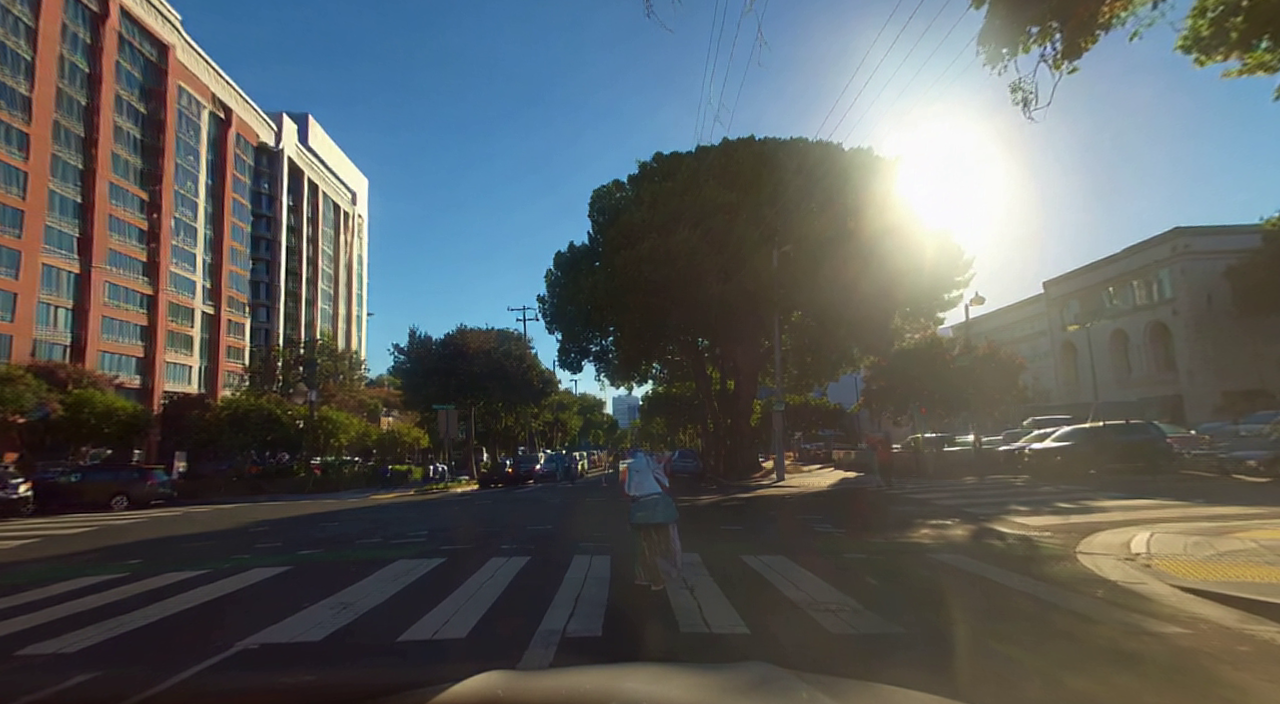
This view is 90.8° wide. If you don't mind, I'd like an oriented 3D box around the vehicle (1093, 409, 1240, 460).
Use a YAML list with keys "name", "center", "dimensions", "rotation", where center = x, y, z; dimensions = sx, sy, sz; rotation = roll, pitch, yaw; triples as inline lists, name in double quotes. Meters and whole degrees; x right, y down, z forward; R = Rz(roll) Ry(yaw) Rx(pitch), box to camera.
- name: "vehicle"
  center: [22.307, 3.573, 27.115]
  dimensions: [2.137, 1.962, 4.988]
  rotation: [-1, -8, 3]

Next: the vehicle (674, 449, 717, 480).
- name: "vehicle"
  center: [3.104, 6.316, 35.803]
  dimensions: [1.942, 1.603, 3.785]
  rotation: [0, -8, -2]

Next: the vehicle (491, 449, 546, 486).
- name: "vehicle"
  center: [-7.613, 7.300, 40.217]
  dimensions: [2.193, 1.814, 5.061]
  rotation: [-9, -8, 0]

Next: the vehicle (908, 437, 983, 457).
- name: "vehicle"
  center: [23.018, 7.157, 47.737]
  dimensions: [4.528, 1.475, 2.070]
  rotation: [0, -8, 3]

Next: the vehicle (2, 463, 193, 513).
- name: "vehicle"
  center: [-17.314, 4.336, 20.340]
  dimensions: [4.439, 1.448, 1.793]
  rotation: [0, -9, 0]

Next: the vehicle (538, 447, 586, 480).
- name: "vehicle"
  center: [-4.499, 6.508, 37.056]
  dimensions: [2.102, 1.768, 4.290]
  rotation: [-2, -9, 2]

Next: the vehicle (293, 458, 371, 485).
- name: "vehicle"
  center: [-23.159, 8.972, 47.524]
  dimensions: [4.844, 1.836, 2.117]
  rotation: [-2, -8, 8]

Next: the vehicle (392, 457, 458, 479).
- name: "vehicle"
  center: [-16.029, 8.670, 47.222]
  dimensions: [4.203, 1.544, 1.889]
  rotation: [-1, -8, 3]

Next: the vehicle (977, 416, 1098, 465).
- name: "vehicle"
  center: [16.746, 3.829, 26.968]
  dimensions: [2.041, 1.921, 4.574]
  rotation: [0, -9, -2]
